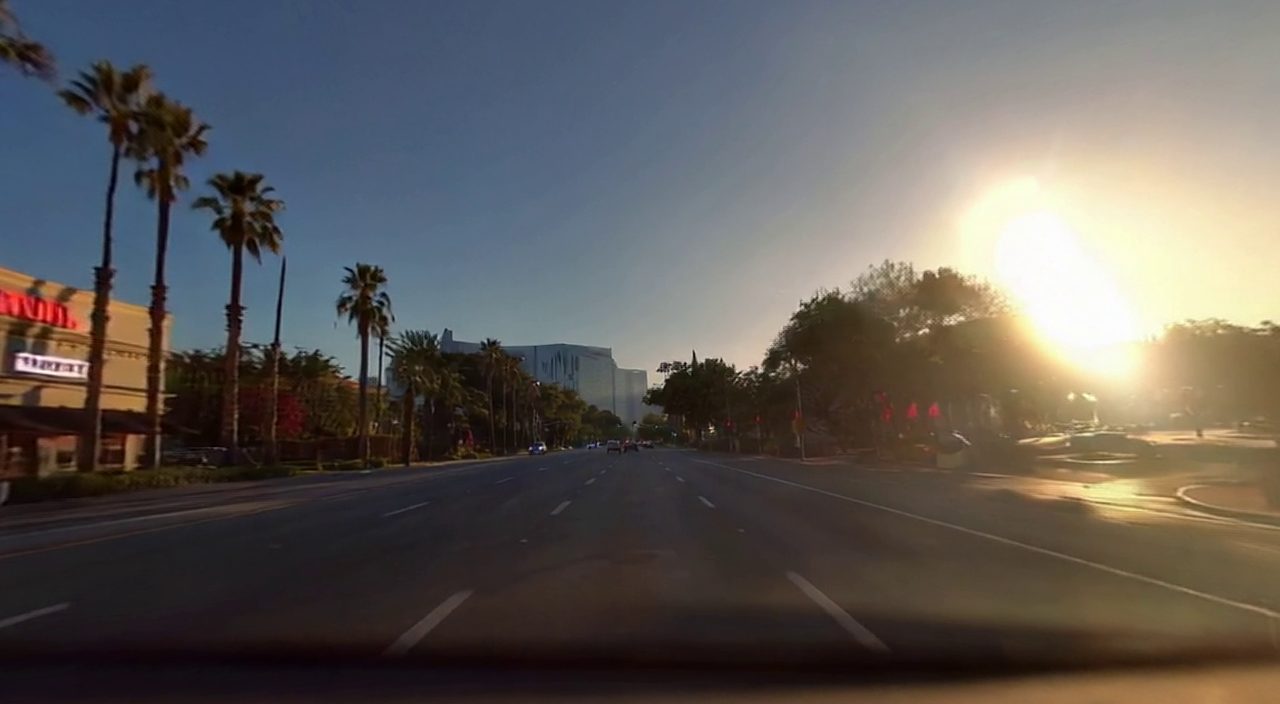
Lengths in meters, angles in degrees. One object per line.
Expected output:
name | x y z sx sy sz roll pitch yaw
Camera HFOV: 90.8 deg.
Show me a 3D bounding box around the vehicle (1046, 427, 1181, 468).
vehicle | 21.534 4.357 28.871 4.620 1.475 1.904 -3 -8 -3
